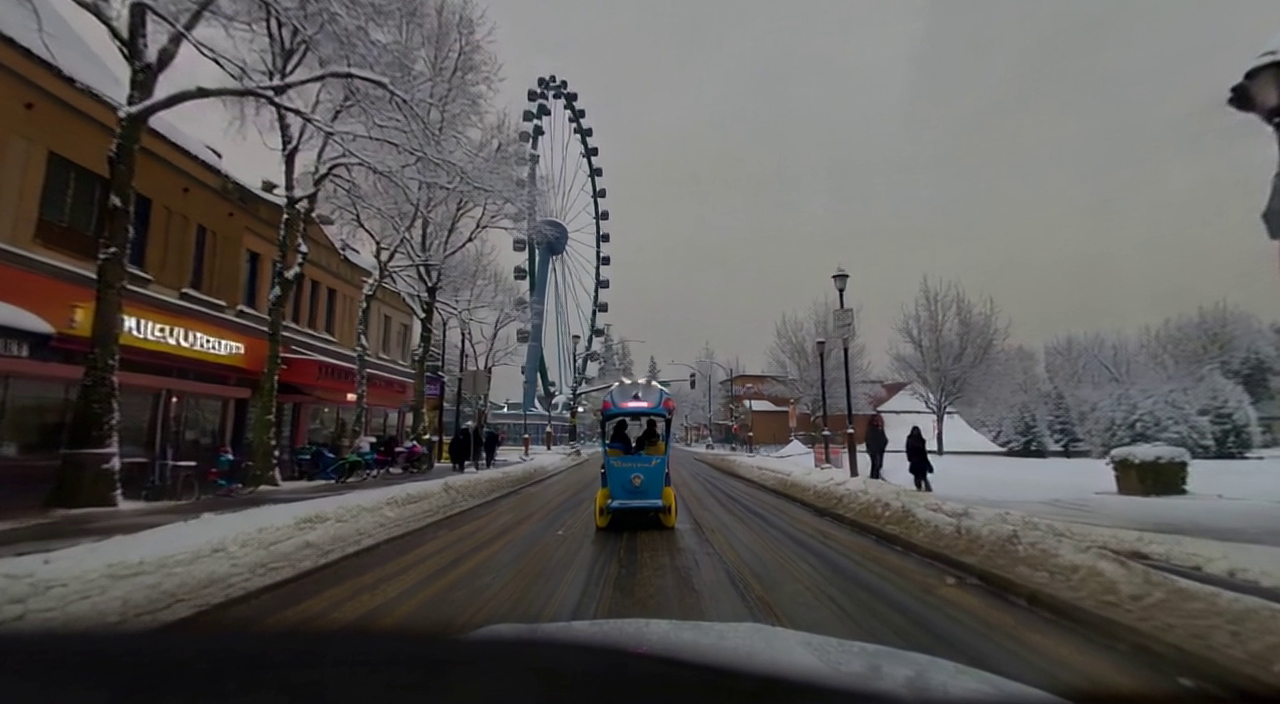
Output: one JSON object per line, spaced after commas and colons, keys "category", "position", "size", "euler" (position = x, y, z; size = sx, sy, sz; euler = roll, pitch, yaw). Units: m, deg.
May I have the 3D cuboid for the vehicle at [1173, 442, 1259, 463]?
{"category": "vehicle", "position": [41.706, 7.312, 45.696], "size": [4.120, 1.445, 1.893], "euler": [-2, -9, 10]}

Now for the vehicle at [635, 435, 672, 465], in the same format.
{"category": "vehicle", "position": [0.881, 6.202, 40.000], "size": [2.221, 1.773, 4.228], "euler": [-1, -9, 1]}
